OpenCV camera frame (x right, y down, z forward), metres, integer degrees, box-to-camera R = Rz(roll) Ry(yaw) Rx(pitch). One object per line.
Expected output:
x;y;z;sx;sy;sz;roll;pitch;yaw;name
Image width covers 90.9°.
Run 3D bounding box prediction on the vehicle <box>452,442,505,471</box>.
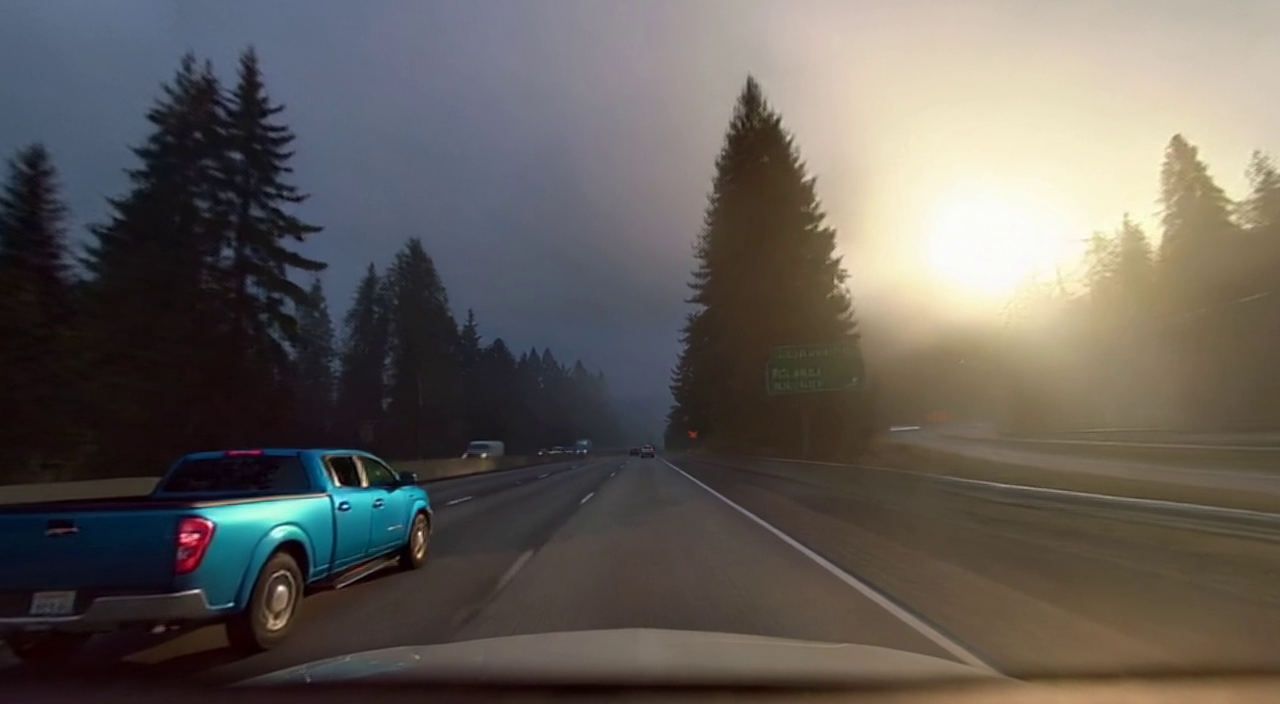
-11.545;7.488;45.499;2.263;1.924;5.585;-1;-8;1;vehicle
